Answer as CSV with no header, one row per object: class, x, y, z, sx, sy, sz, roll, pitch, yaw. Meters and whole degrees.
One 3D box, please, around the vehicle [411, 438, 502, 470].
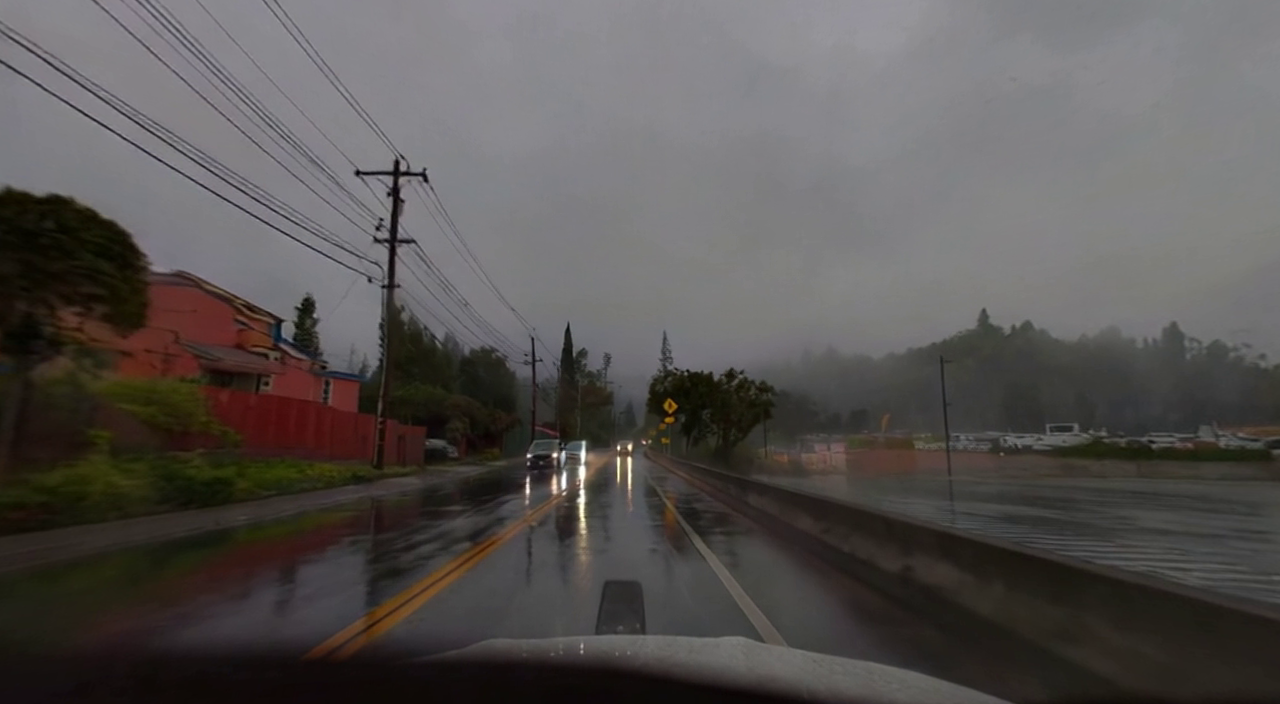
vehicle,-10.294,5.750,35.706,4.500,1.674,1.915,8,-12,-42
